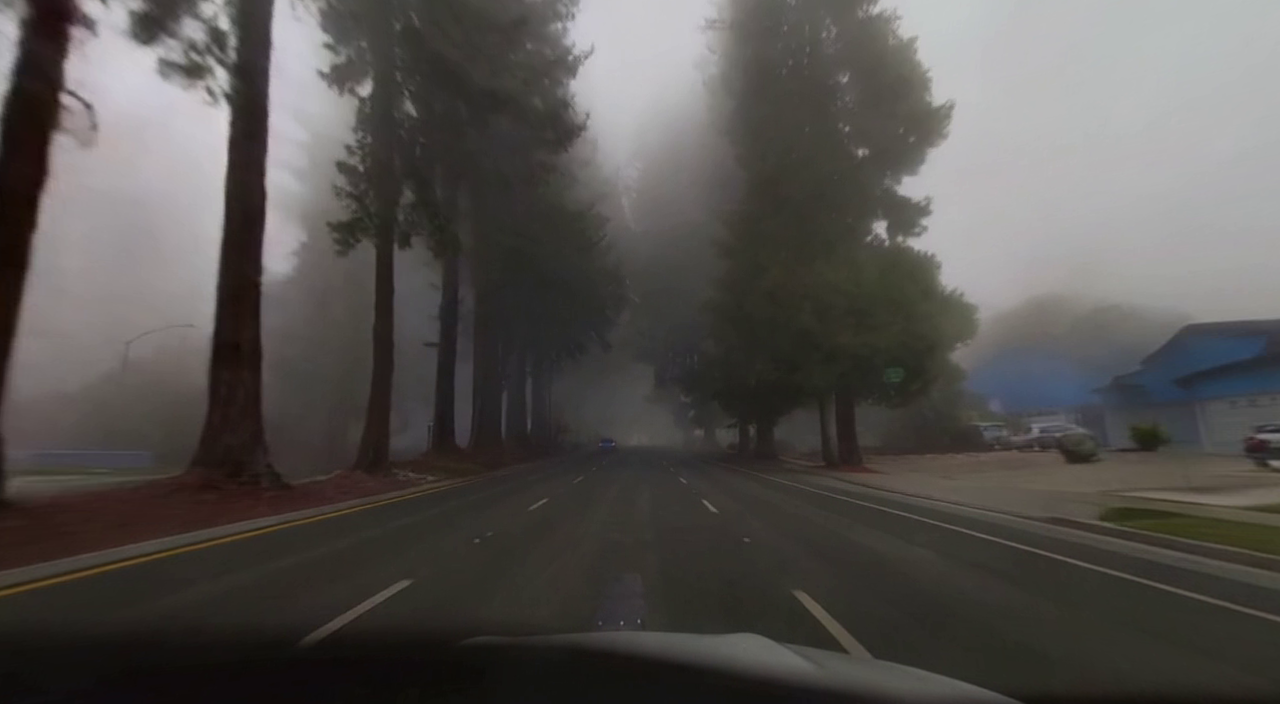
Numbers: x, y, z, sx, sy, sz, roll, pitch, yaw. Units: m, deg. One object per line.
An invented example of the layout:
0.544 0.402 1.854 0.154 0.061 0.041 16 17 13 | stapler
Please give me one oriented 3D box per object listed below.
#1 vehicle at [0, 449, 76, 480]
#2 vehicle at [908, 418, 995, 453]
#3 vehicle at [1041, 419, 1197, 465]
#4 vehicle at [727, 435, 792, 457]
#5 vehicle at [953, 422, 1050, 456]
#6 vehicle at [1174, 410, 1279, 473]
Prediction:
-37.625 6.817 38.520 1.900 1.685 4.572 0 -8 1 | vehicle
17.472 4.765 35.762 2.094 1.813 5.789 -1 -8 1 | vehicle
16.956 3.237 22.701 1.804 1.468 4.699 0 -8 -2 | vehicle
8.725 6.933 46.435 4.575 1.514 1.932 -1 -8 7 | vehicle
17.028 4.177 30.011 1.825 1.458 4.689 0 -8 0 | vehicle
16.598 2.277 16.087 1.968 1.511 4.497 0 -8 1 | vehicle
